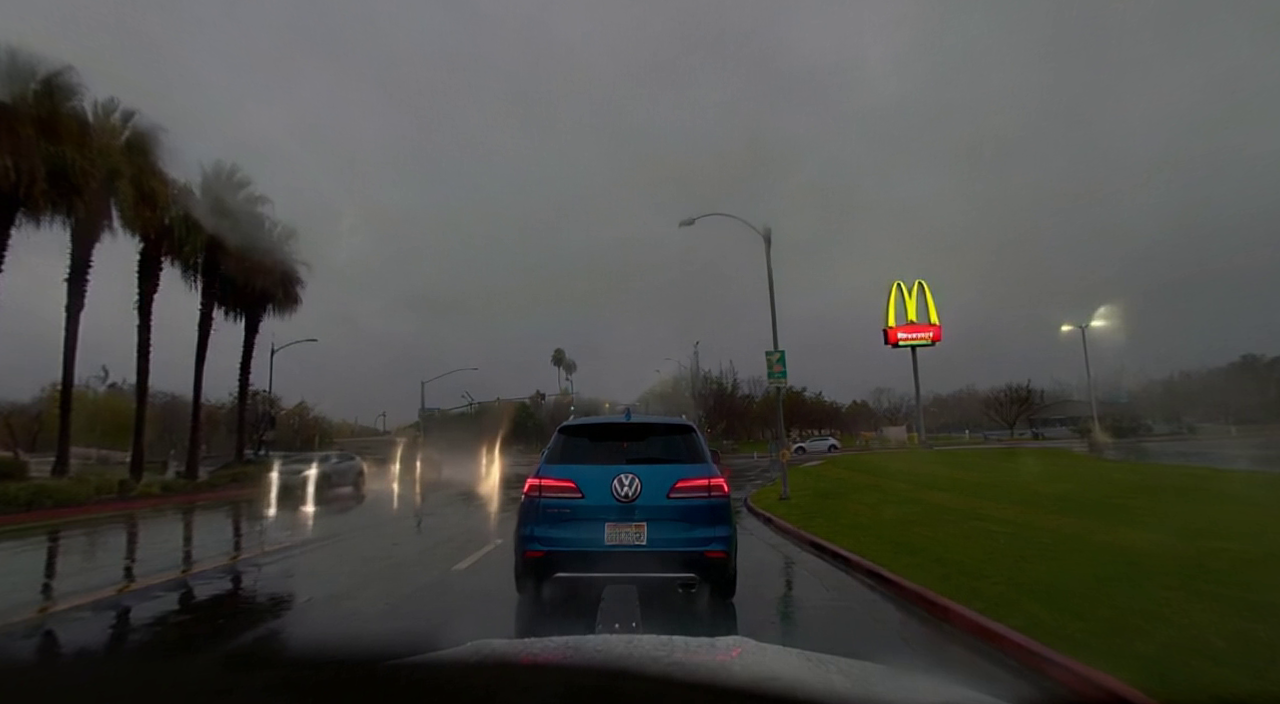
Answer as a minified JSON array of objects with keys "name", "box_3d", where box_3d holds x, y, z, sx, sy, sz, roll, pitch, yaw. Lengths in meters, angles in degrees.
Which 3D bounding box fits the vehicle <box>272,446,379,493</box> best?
[{"name":"vehicle","box_3d":[-12.709,4.741,25.884,1.965,1.718,4.466,0,-9,2]}]

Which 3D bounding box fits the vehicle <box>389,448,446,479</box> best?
[{"name":"vehicle","box_3d":[-14.177,7.104,40.576,2.029,1.820,4.915,0,-9,-1]}]

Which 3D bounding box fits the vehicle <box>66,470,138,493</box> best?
[{"name":"vehicle","box_3d":[-39.934,9.616,47.039,1.602,1.400,4.220,0,-9,0]}]

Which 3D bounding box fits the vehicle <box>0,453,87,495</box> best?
[{"name":"vehicle","box_3d":[-28.112,5.427,28.219,4.584,1.714,2.186,4,-10,-27]}]

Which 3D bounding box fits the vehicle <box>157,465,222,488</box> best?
[{"name":"vehicle","box_3d":[-33.392,9.224,46.973,1.792,1.439,3.952,0,-9,2]}]

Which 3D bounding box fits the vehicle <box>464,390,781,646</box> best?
[{"name":"vehicle","box_3d":[-0.139,1.419,6.330,2.137,1.728,3.926,0,-9,-1]}]
